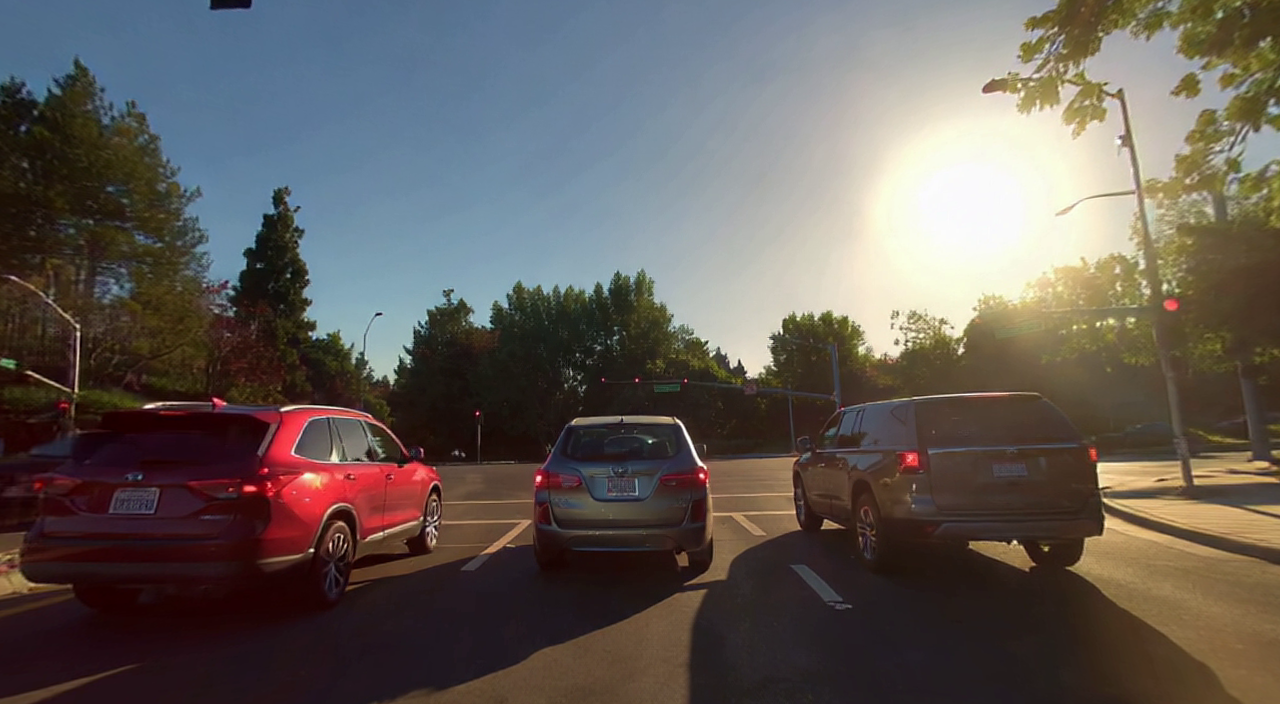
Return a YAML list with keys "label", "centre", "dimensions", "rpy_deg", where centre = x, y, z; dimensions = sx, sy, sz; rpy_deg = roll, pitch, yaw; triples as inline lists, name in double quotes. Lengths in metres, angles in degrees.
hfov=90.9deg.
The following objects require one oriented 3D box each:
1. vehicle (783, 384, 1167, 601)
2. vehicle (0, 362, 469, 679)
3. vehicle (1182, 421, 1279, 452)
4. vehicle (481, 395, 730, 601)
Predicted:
- label: "vehicle"
  centre: [3.272, 1.486, 7.518]
  dimensions: [2.083, 1.779, 4.532]
  rpy_deg: [0, -8, 0]
- label: "vehicle"
  centre: [-3.275, 1.279, 5.892]
  dimensions: [2.047, 1.810, 4.414]
  rpy_deg: [0, -8, 1]
- label: "vehicle"
  centre: [32.809, 4.657, 34.757]
  dimensions: [4.175, 1.634, 1.877]
  rpy_deg: [1, -8, -5]
- label: "vehicle"
  centre: [-0.232, 1.510, 7.317]
  dimensions: [2.067, 1.702, 3.987]
  rpy_deg: [0, -8, 2]
